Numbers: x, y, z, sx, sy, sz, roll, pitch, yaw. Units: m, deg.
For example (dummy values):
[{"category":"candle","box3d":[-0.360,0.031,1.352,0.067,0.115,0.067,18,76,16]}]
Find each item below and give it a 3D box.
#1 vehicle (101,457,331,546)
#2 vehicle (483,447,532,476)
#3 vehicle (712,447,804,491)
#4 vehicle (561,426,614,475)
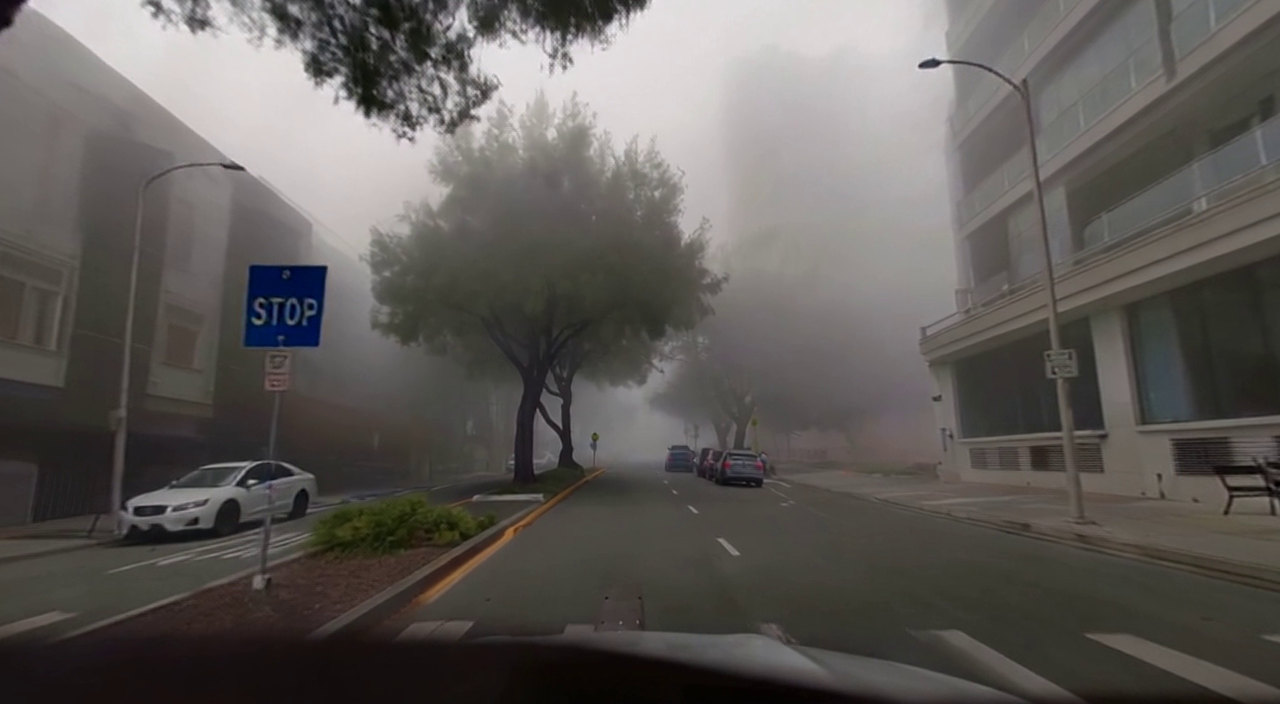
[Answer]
[{"category":"vehicle","box3d":[-8.765,3.081,13.673,2.007,1.503,4.343,0,-8,-1]},{"category":"vehicle","box3d":[-8.867,7.353,42.593,2.256,1.802,4.333,0,-8,1]},{"category":"vehicle","box3d":[4.584,4.393,24.108,1.858,1.491,4.329,-6,-10,33]},{"category":"vehicle","box3d":[-2.984,5.806,37.425,2.317,2.596,6.053,0,-8,2]}]
